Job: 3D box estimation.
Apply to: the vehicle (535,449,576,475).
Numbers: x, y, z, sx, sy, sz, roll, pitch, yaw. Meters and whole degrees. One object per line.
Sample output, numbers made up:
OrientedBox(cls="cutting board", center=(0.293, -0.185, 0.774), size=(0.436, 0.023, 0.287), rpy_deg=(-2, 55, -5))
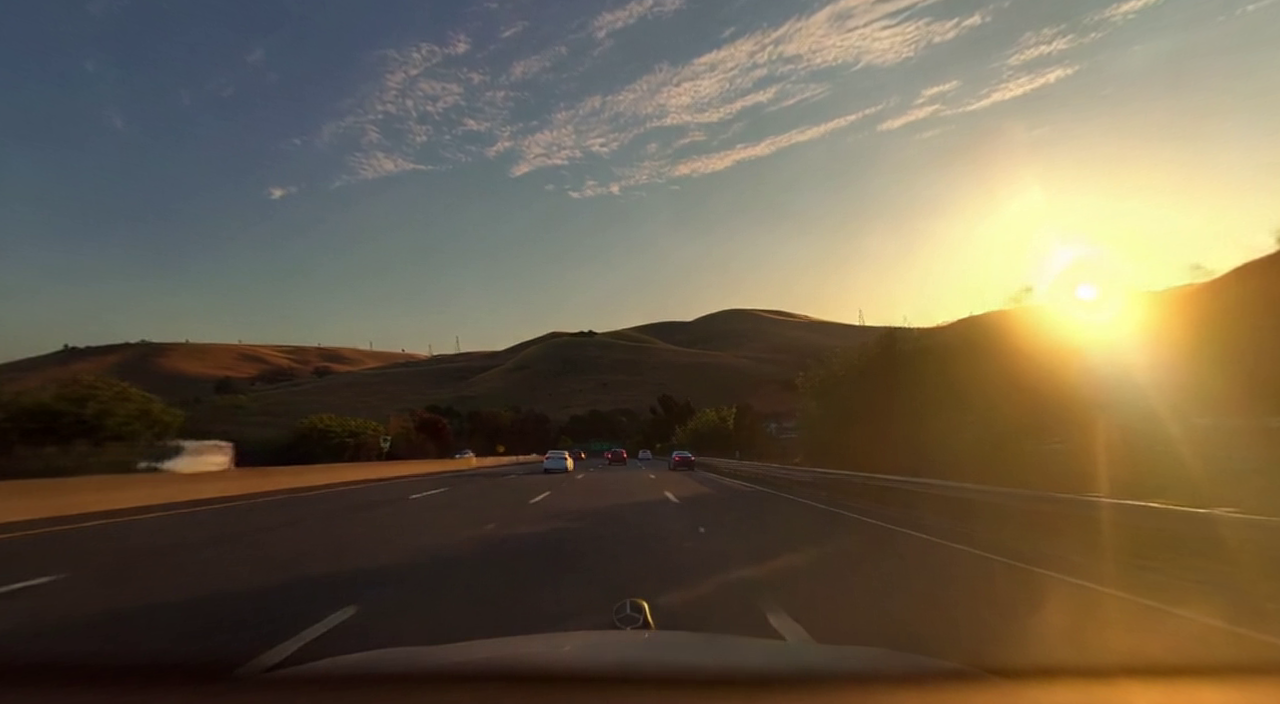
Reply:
OrientedBox(cls="vehicle", center=(-4.972, 6.524, 37.516), size=(1.955, 1.468, 3.637), rpy_deg=(0, -9, 0))

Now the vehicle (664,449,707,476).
OrientedBox(cls="vehicle", center=(2.584, 6.399, 36.750), size=(2.019, 1.475, 4.301), rpy_deg=(0, -9, -2))
